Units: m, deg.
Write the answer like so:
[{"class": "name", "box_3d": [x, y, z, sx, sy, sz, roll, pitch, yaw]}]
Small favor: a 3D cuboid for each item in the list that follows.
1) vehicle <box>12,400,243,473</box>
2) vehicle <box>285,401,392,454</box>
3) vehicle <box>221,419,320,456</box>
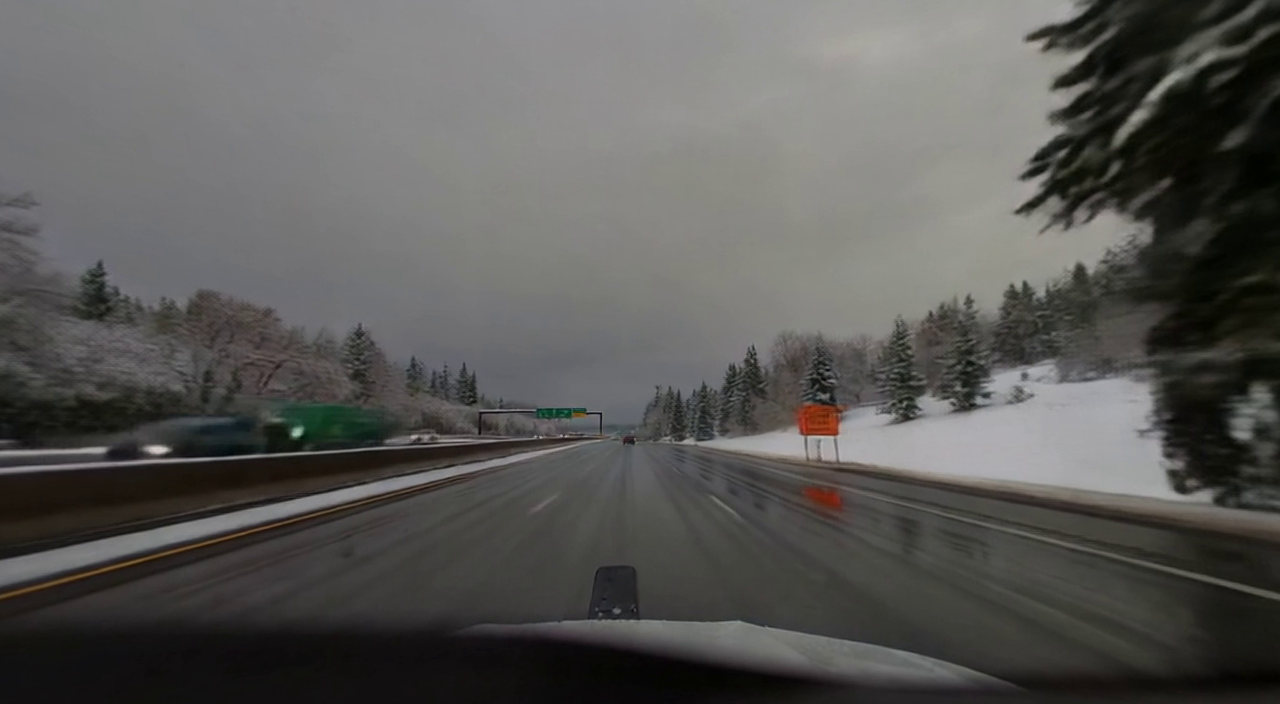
[{"class": "vehicle", "box_3d": [-12.158, 2.088, 15.471, 1.906, 1.530, 4.488, 0, -8, 0]}, {"class": "vehicle", "box_3d": [-16.101, 4.139, 34.208, 2.605, 2.606, 6.292, 0, -8, 0]}, {"class": "vehicle", "box_3d": [-15.949, 3.740, 27.476, 1.816, 1.502, 4.194, 0, -8, -1]}]
